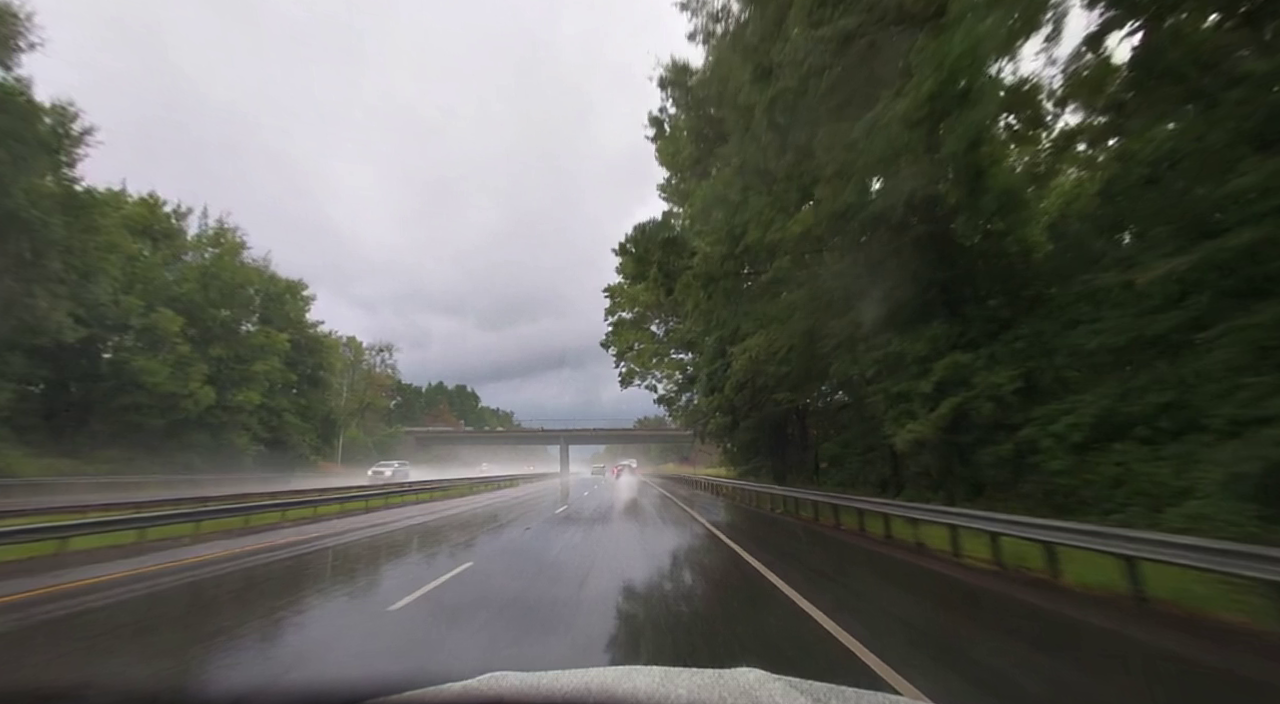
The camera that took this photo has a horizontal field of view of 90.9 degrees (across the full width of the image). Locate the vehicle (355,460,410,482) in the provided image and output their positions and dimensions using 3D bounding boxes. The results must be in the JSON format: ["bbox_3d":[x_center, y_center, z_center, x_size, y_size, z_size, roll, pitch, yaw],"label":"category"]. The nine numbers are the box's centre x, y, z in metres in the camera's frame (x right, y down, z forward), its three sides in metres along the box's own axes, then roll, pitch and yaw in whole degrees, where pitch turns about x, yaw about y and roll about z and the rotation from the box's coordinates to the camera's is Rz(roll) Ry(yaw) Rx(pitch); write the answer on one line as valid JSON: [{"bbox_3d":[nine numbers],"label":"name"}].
[{"bbox_3d":[-18.497,8.570,45.464,2.080,1.488,4.621,1,-11,-1],"label":"vehicle"}]
